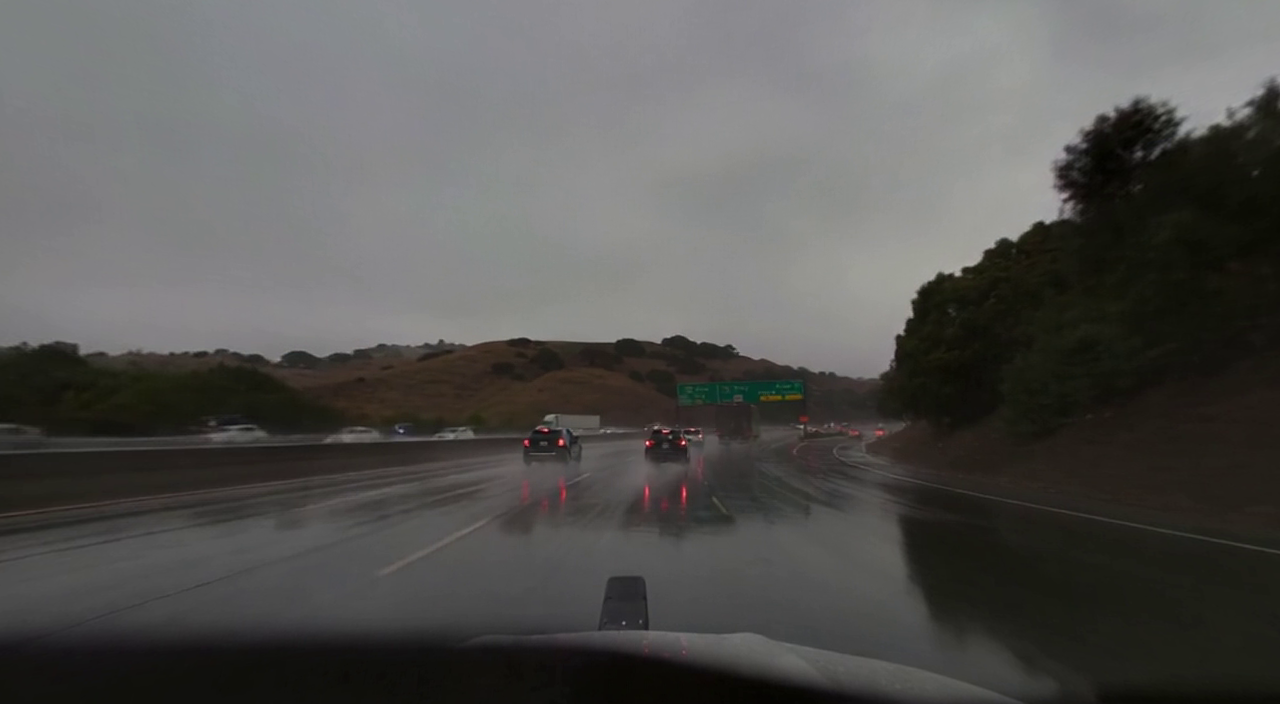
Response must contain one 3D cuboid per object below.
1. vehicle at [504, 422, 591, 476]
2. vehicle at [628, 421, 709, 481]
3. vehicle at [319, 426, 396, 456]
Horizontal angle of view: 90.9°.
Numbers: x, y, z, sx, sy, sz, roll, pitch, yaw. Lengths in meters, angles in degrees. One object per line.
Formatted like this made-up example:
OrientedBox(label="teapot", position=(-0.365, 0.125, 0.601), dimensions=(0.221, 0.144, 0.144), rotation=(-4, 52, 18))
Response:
OrientedBox(label="vehicle", position=(-3.128, 3.412, 22.304), dimensions=(2.077, 1.712, 4.406), rotation=(-1, -8, 4))
OrientedBox(label="vehicle", position=(1.030, 3.362, 21.649), dimensions=(2.484, 1.820, 4.497), rotation=(-1, -8, 4))
OrientedBox(label="vehicle", position=(-15.806, 5.011, 35.524), dimensions=(1.962, 1.529, 4.464), rotation=(-1, -8, 5))
